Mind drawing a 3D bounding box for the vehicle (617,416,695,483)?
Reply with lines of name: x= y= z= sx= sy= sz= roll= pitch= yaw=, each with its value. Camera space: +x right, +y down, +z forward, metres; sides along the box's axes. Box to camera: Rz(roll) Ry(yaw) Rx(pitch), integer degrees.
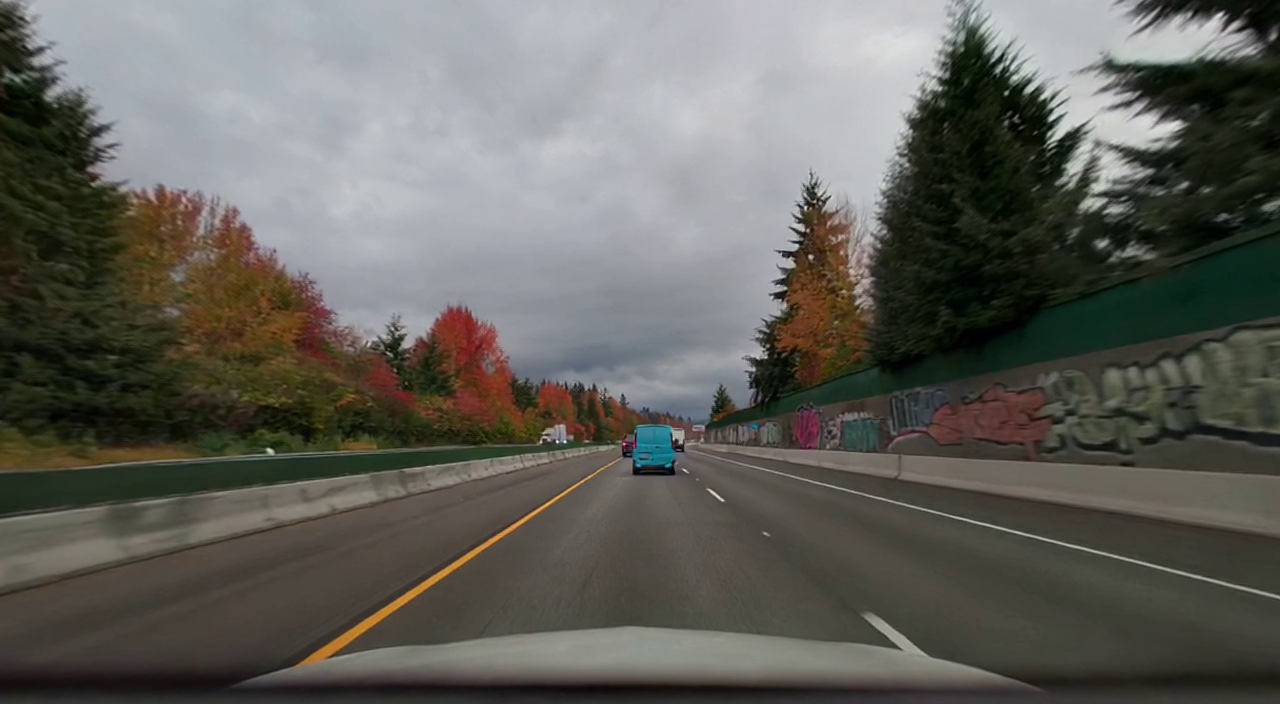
vehicle: x=0.472 y=3.209 z=20.795 sx=2.283 sy=1.956 sz=4.421 roll=0 pitch=-8 yaw=0
